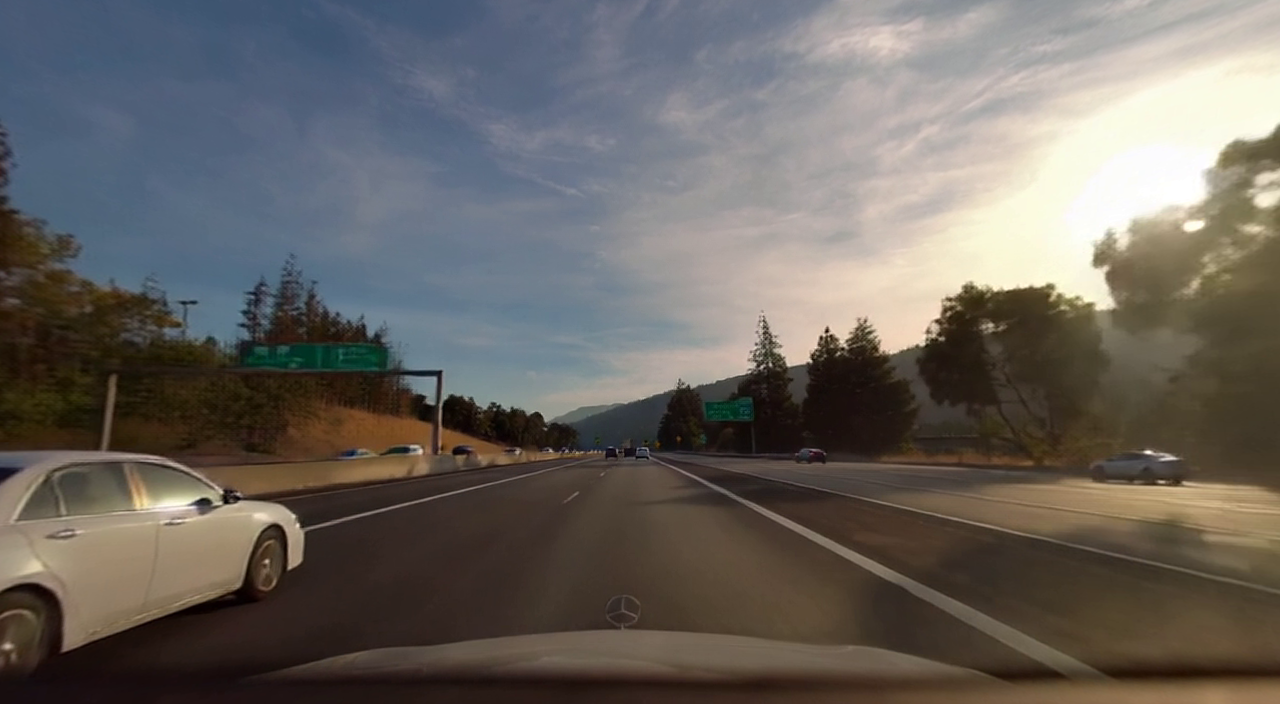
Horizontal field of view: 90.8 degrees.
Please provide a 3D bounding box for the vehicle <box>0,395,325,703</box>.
[{"bbox_3d":[-3.972,1.130,3.754,1.988,1.585,4.215,0,-9,0],"label":"vehicle"}]

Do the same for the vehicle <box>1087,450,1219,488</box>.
[{"bbox_3d":[26.165,5.948,32.366,1.973,1.766,4.726,6,-11,-34],"label":"vehicle"}]

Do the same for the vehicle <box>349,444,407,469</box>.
[{"bbox_3d":[-16.094,6.436,38.919,1.922,1.443,3.908,0,-9,0],"label":"vehicle"}]
